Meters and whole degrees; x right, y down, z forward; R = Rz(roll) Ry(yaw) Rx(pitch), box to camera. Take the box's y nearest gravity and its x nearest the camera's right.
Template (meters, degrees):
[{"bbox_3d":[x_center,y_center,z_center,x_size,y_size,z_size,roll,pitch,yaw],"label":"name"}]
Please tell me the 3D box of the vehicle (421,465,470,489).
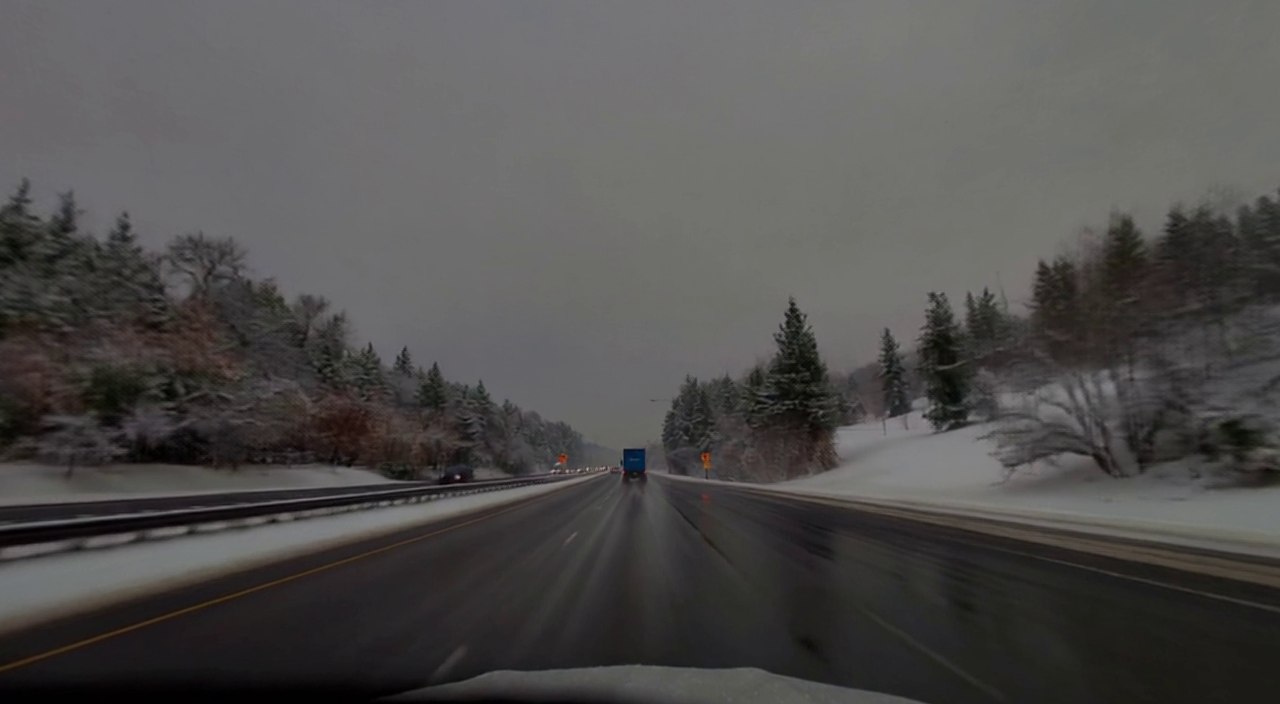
[{"bbox_3d":[-13.131,8.464,42.778,2.061,1.529,3.742,1,-11,1],"label":"vehicle"}]
